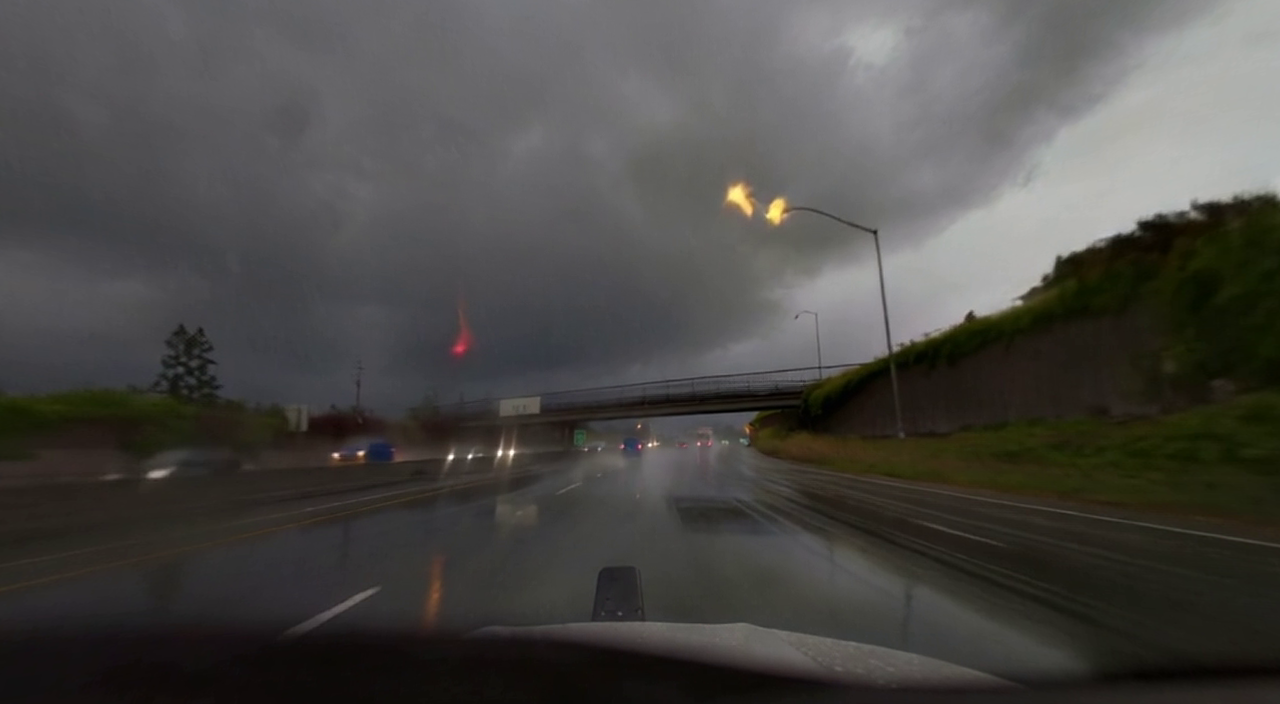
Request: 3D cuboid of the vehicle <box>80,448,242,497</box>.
[{"bbox_3d":[-16.960,4.256,22.777,1.978,1.510,4.771,0,-8,2],"label":"vehicle"}]
